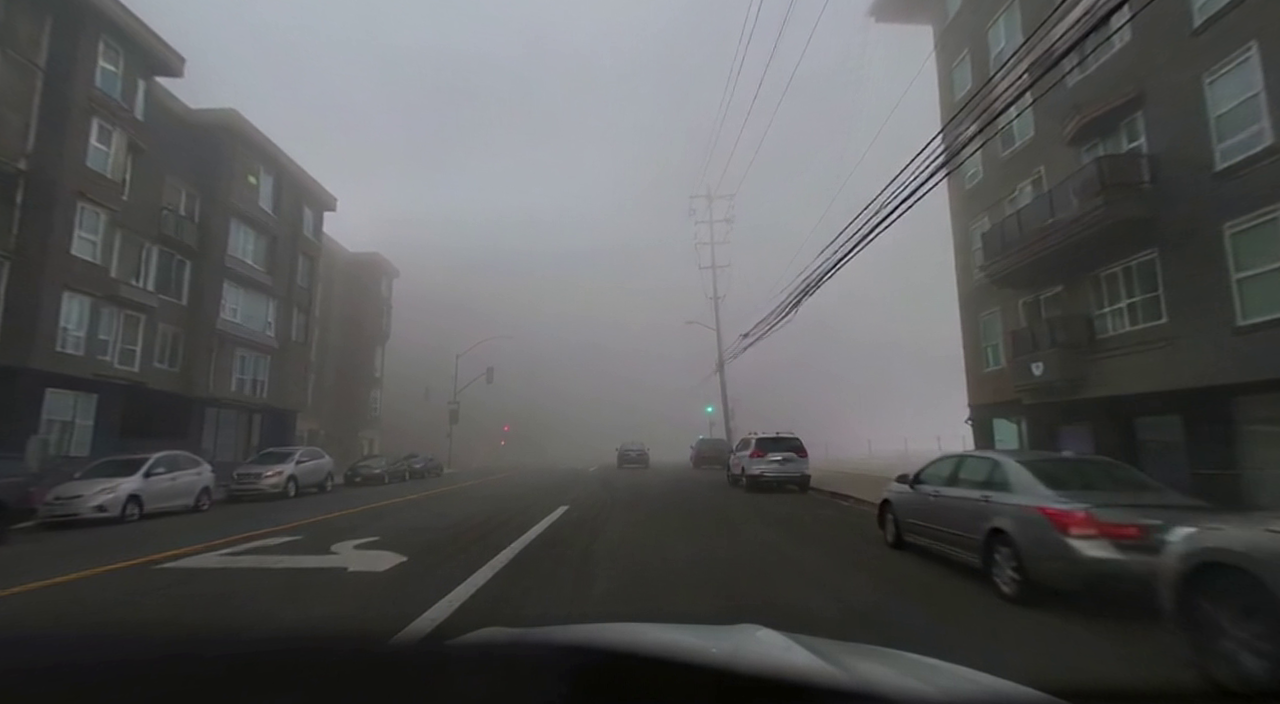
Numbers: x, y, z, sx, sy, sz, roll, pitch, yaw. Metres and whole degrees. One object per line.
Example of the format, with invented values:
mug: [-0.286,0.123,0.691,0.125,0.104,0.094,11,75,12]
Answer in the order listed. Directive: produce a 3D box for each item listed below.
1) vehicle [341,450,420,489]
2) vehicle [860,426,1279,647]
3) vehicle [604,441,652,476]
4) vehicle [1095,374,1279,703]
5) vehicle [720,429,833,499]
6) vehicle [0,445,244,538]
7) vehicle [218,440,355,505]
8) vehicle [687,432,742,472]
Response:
vehicle: [-11.864,5.375,29.177,2.004,1.526,3.807,-2,-8,1]
vehicle: [4.067,1.578,6.575,1.956,1.489,4.441,0,-8,0]
vehicle: [-0.484,4.756,28.521,2.019,1.453,4.129,0,-8,1]
vehicle: [3.962,0.738,1.503,1.973,1.660,5.031,0,-8,0]
vehicle: [3.791,3.213,18.520,2.186,1.764,4.470,0,-8,-2]
vehicle: [-11.805,3.088,14.762,2.039,1.781,4.536,0,-8,1]
vehicle: [-11.788,4.001,21.562,1.997,1.918,4.736,0,-8,-1]
vehicle: [3.892,5.343,33.942,2.248,1.945,5.011,0,-8,-1]
